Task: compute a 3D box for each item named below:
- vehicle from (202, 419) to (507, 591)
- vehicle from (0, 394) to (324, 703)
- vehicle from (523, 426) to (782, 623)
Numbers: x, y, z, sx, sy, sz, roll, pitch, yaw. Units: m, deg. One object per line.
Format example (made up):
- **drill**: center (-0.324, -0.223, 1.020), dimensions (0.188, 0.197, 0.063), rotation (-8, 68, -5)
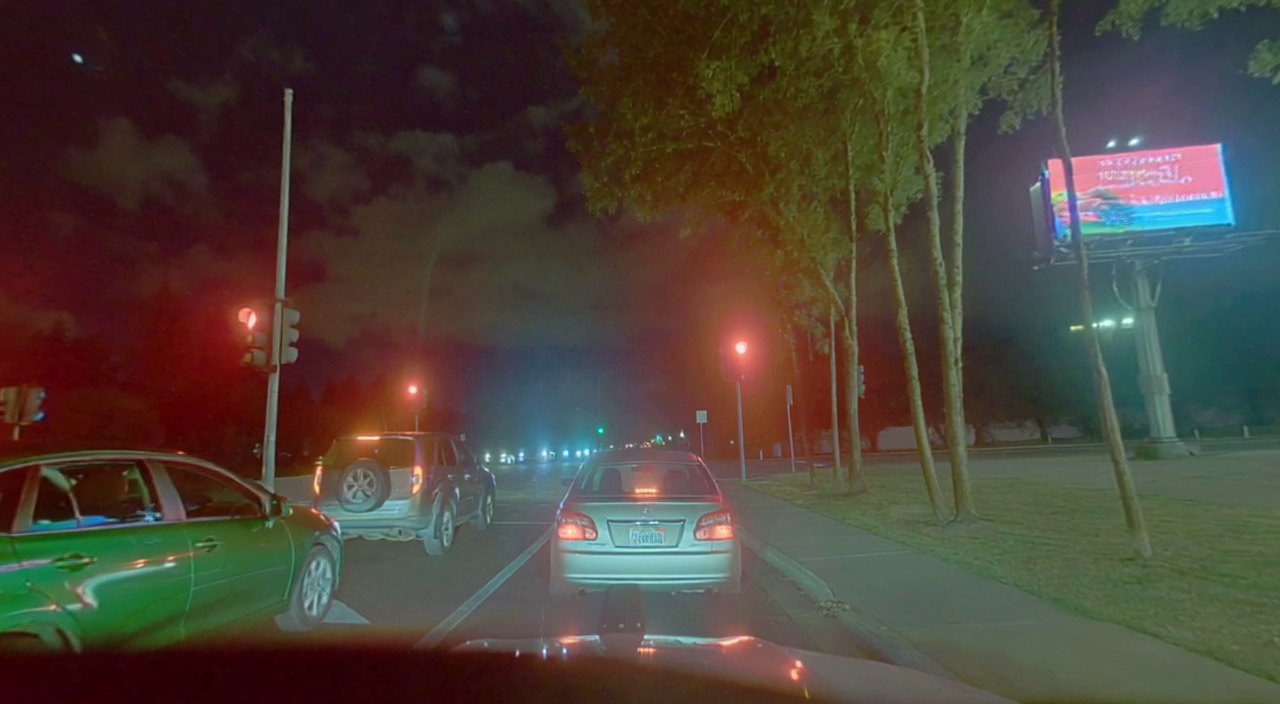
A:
- **vehicle**: center (-3.176, 1.785, 8.142), dimensions (1.950, 1.628, 4.082), rotation (-1, -9, 1)
- **vehicle**: center (-3.149, 0.952, 2.418), dimensions (1.808, 1.520, 3.846), rotation (-1, -9, 1)
- **vehicle**: center (0.027, 1.591, 6.633), dimensions (1.977, 1.467, 3.474), rotation (0, -9, -2)
